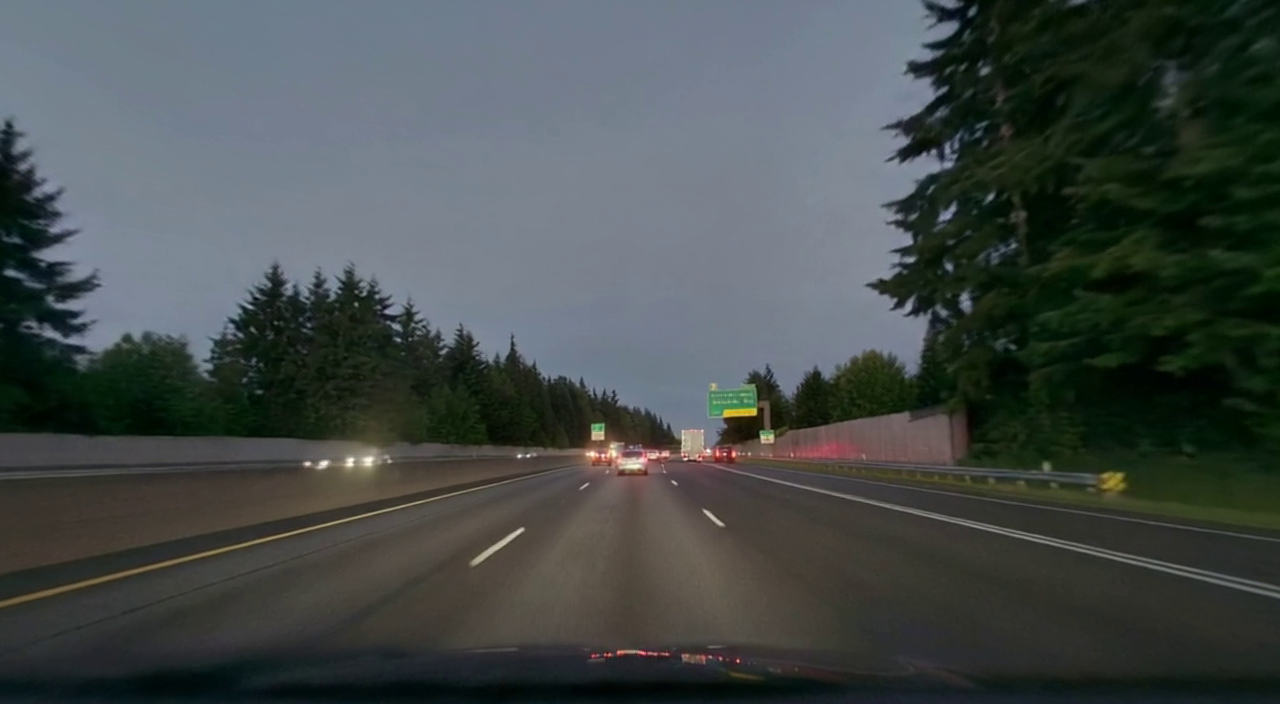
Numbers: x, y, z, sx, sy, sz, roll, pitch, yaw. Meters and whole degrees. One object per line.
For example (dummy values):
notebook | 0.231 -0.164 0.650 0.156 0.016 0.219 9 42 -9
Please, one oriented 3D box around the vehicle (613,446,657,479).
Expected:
vehicle | -0.208 5.527 31.671 2.035 1.513 4.272 0 -9 1

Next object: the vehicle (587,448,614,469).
vehicle | -3.078 8.430 49.991 1.874 1.555 3.487 0 -9 1
